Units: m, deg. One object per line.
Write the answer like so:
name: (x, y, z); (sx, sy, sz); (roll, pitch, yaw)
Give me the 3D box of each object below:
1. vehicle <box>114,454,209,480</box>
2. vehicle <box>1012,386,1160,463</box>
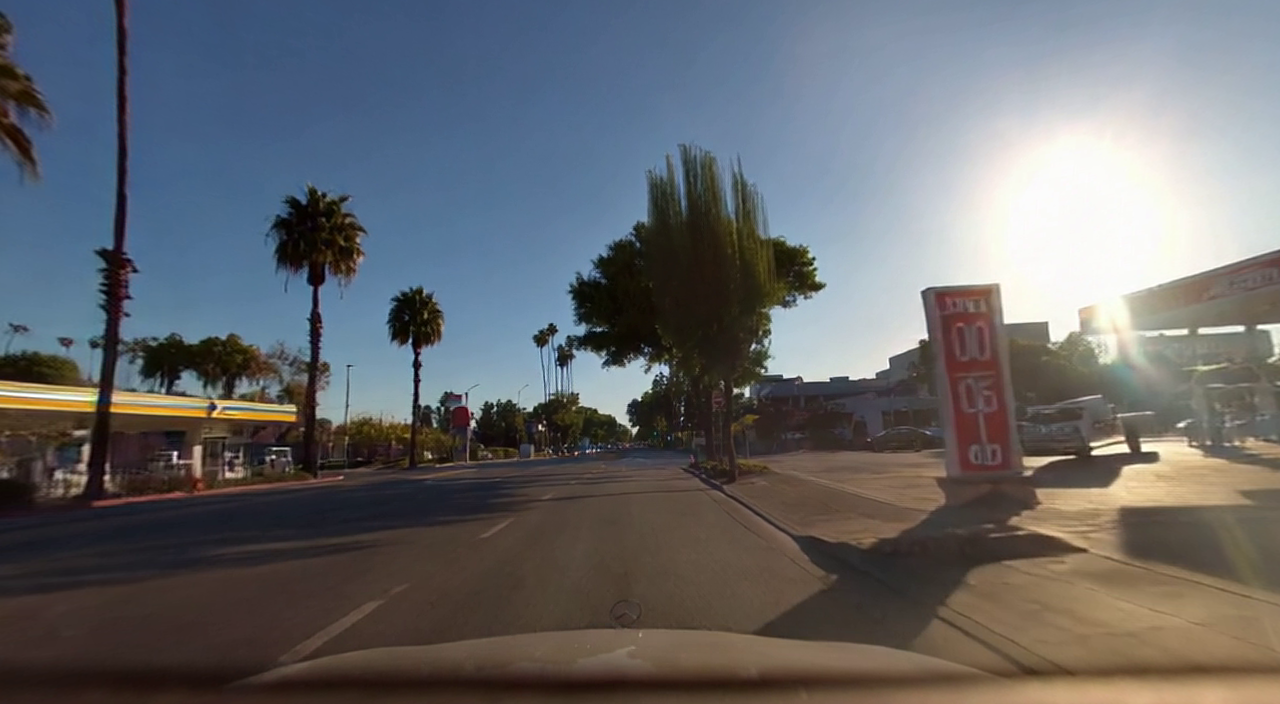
vehicle: (-29.096, 6.963, 38.366); (4.420, 1.445, 1.954); (7, -11, -37)
vehicle: (15.939, 2.662, 22.402); (5.529, 2.395, 2.399); (6, -10, -35)
